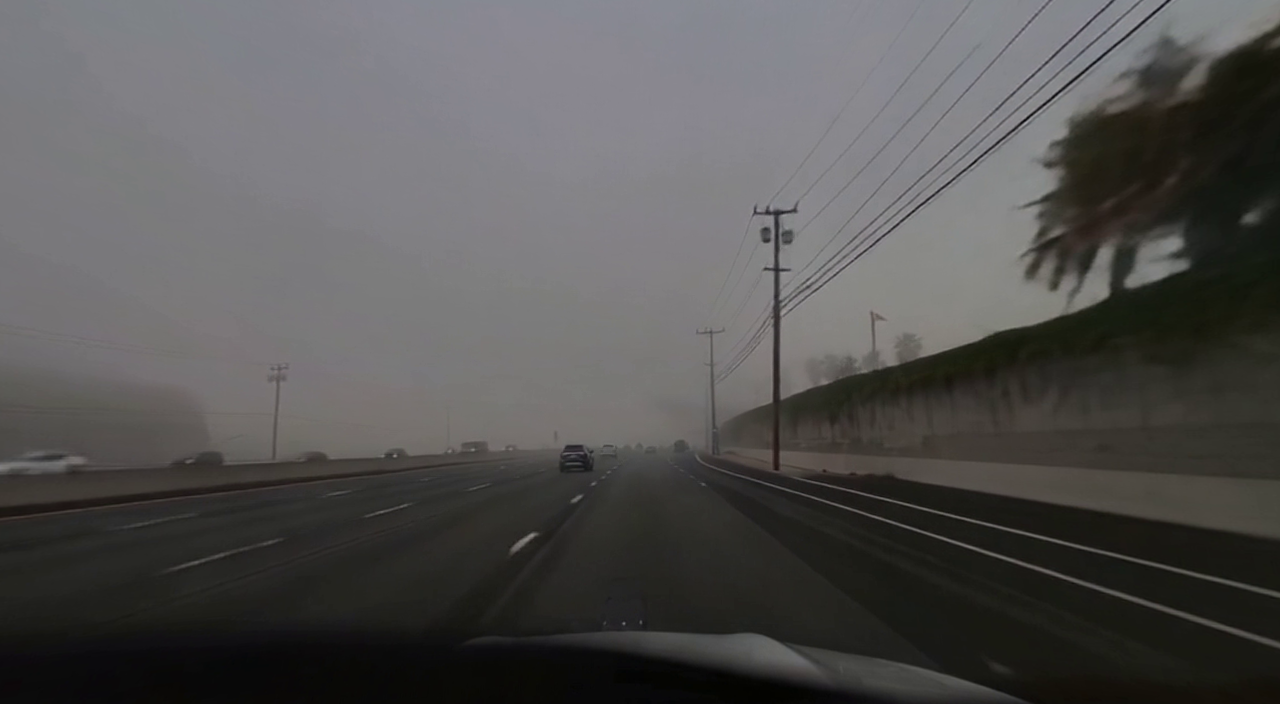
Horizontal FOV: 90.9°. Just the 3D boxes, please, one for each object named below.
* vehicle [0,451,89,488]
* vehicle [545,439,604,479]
[{"bbox_3d":[-27.456,5.154,28.008,1.857,1.489,4.473,0,-9,0],"label":"vehicle"},{"bbox_3d":[-2.786,4.661,27.687,2.029,1.609,3.935,0,-9,1],"label":"vehicle"}]
